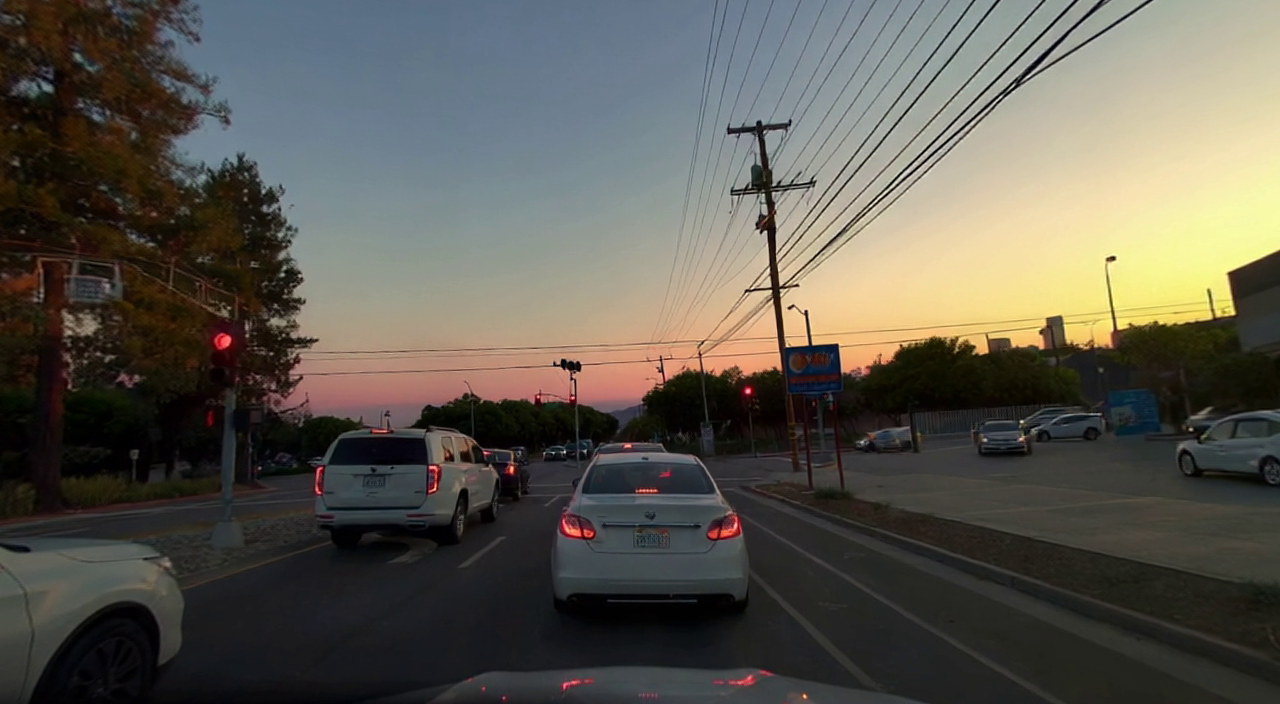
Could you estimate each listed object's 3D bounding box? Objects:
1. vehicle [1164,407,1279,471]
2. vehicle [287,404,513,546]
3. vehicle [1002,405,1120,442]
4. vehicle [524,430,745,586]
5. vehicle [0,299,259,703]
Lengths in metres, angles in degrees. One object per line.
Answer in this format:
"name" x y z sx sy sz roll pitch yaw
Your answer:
"vehicle" 17.026 2.542 18.290 1.858 1.622 4.491 -5 -10 28
"vehicle" -3.851 2.088 11.370 2.147 1.963 4.927 0 -8 0
"vehicle" 26.844 4.638 40.509 5.782 2.286 2.223 -1 -9 4
"vehicle" -0.100 1.802 8.140 2.121 1.474 3.968 0 -8 -2
"vehicle" -3.592 0.629 1.528 2.085 1.943 5.053 0 -8 1
